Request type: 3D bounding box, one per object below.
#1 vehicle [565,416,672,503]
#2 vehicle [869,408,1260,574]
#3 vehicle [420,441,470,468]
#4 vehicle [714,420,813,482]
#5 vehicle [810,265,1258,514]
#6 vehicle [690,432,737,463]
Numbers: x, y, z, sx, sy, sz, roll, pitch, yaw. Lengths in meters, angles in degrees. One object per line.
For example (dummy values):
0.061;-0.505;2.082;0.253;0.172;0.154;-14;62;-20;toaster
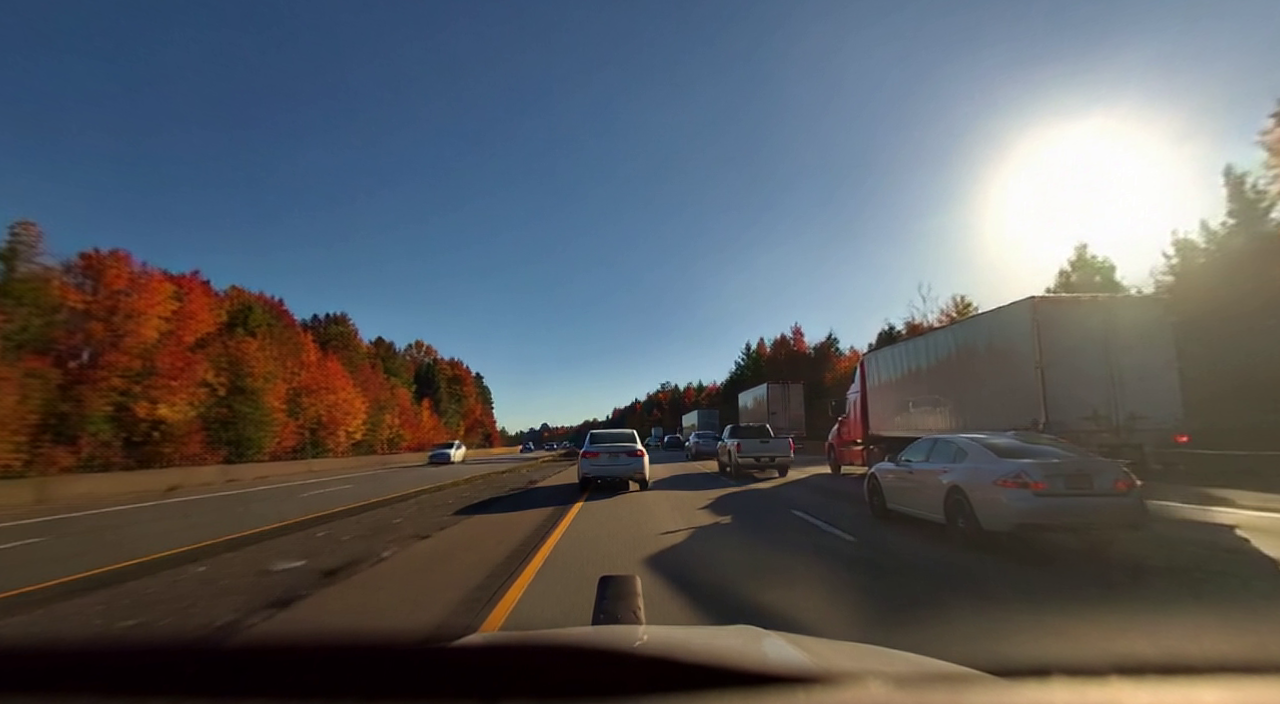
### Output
-0.453;2.419;14.687;2.087;1.709;4.455;0;-8;-1;vehicle
4.703;1.565;7.934;2.040;1.523;4.068;0;-8;-1;vehicle
-11.947;6.285;38.714;1.874;1.504;3.847;0;-8;0;vehicle
3.677;3.032;19.531;2.147;1.707;3.963;0;-8;-2;vehicle
8.317;1.512;17.355;2.908;4.099;14.103;0;-8;-2;vehicle
3.751;4.948;32.790;1.865;1.471;3.916;0;-8;-2;vehicle
